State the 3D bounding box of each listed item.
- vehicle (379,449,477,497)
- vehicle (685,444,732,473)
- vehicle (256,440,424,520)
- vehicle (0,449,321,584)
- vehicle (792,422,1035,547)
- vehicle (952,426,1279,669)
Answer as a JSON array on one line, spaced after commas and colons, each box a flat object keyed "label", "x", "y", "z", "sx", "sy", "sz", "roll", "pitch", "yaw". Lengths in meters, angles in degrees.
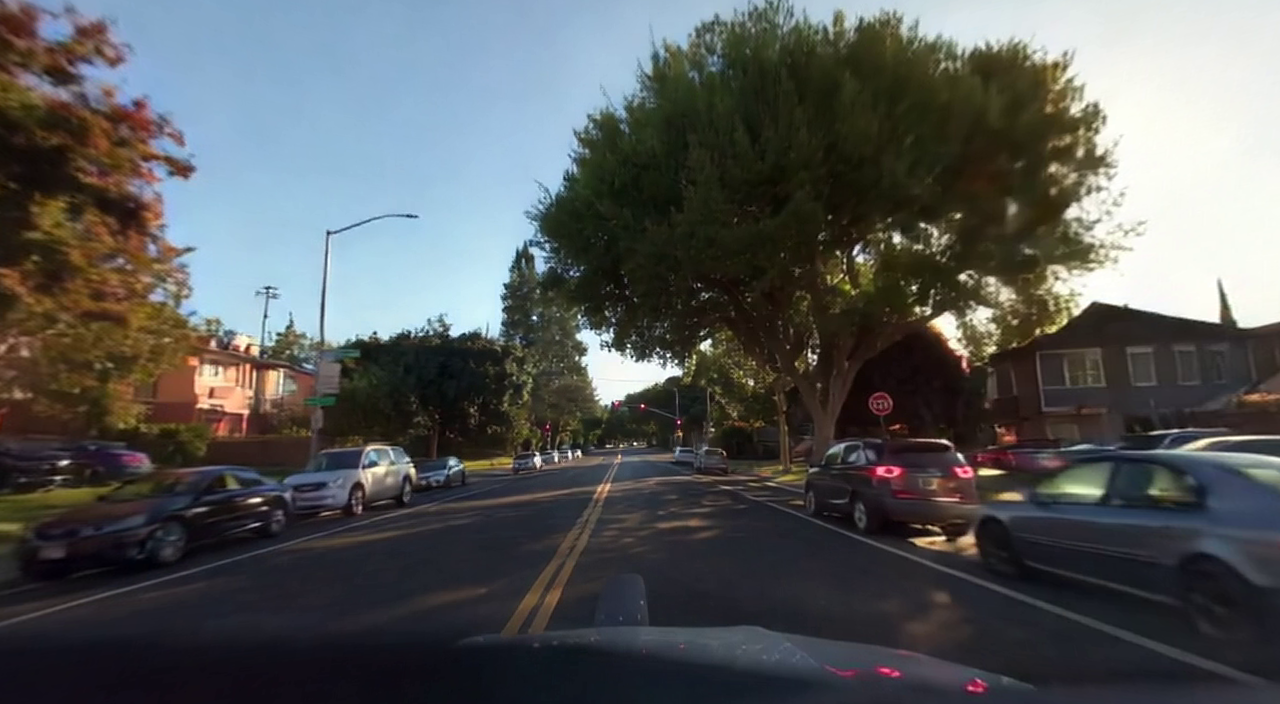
[{"label": "vehicle", "x": -7.170, "y": 4.105, "z": 21.895, "sx": 1.954, "sy": 1.430, "sz": 4.395, "roll": 0, "pitch": -8, "yaw": -1}, {"label": "vehicle", "x": 3.884, "y": 6.132, "z": 36.598, "sx": 1.955, "sy": 1.536, "sz": 4.395, "roll": 1, "pitch": -9, "yaw": -4}, {"label": "vehicle", "x": -7.221, "y": 3.085, "z": 15.843, "sx": 2.092, "sy": 1.706, "sz": 4.356, "roll": 0, "pitch": -8, "yaw": -1}, {"label": "vehicle", "x": -6.804, "y": 2.190, "z": 9.381, "sx": 1.811, "sy": 1.454, "sz": 4.610, "roll": 0, "pitch": -8, "yaw": -1}, {"label": "vehicle", "x": 4.331, "y": 2.162, "z": 11.010, "sx": 1.992, "sy": 1.703, "sz": 4.503, "roll": 0, "pitch": -9, "yaw": -3}, {"label": "vehicle", "x": 4.764, "y": 1.385, "z": 5.131, "sx": 1.830, "sy": 1.477, "sz": 4.684, "roll": 0, "pitch": -8, "yaw": -3}]
